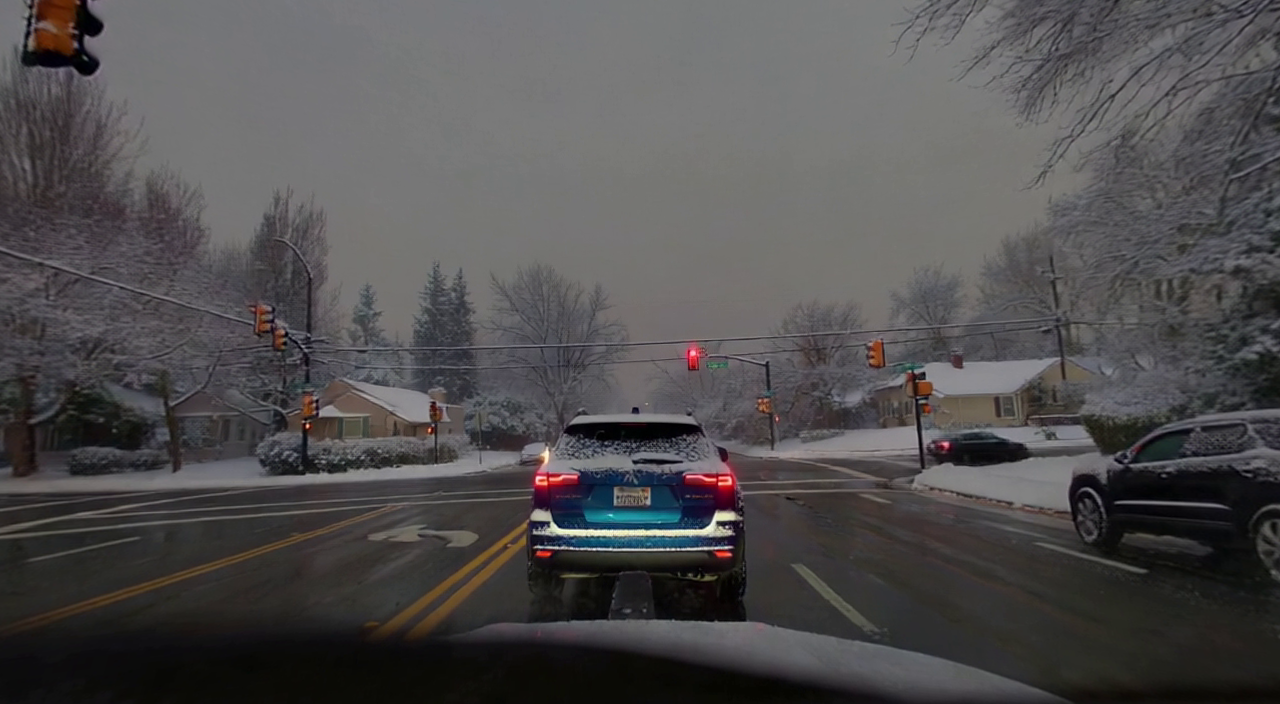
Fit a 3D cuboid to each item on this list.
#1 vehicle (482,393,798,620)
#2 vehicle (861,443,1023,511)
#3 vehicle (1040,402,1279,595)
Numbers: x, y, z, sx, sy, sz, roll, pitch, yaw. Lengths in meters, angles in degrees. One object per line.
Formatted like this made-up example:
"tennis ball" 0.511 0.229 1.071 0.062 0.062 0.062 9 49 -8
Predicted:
"vehicle" 0.033 1.460 6.910 2.322 1.667 4.367 0 -8 1
"vehicle" 7.286 3.010 15.805 1.860 1.436 4.479 0 -8 0
"vehicle" 7.023 1.542 7.044 1.989 1.791 4.735 0 -8 0
